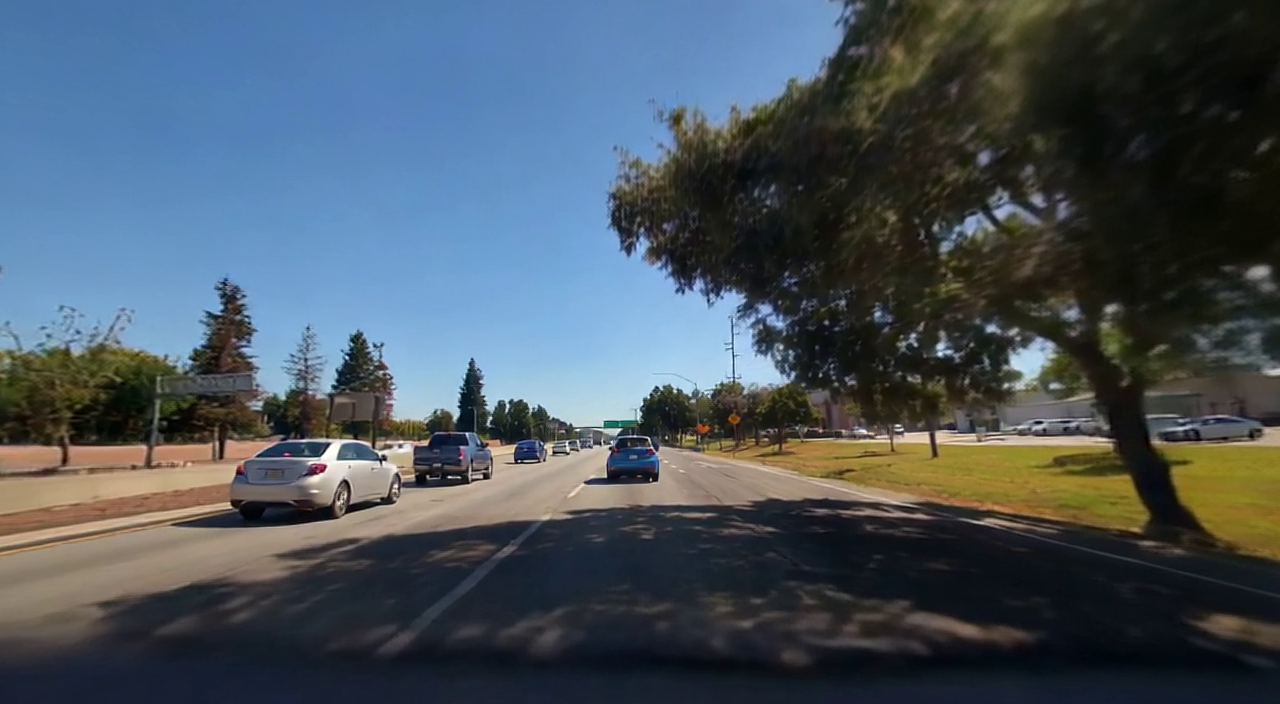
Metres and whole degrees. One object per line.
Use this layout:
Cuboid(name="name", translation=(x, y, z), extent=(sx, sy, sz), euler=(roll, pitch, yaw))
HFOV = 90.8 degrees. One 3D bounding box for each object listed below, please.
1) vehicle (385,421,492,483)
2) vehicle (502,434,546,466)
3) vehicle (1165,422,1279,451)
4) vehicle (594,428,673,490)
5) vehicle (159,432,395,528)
Cuboid(name="vehicle", translation=(-6.886, 3.487, 22.247), extent=(2.144, 1.905, 4.967), euler=(0, -8, 0))
Cuboid(name="vehicle", translation=(-6.802, 5.792, 37.422), extent=(1.914, 1.756, 4.179), euler=(0, -8, -1))
Cuboid(name="vehicle", translation=(29.109, 4.185, 31.399), extent=(4.105, 1.306, 2.050), euler=(-1, -7, 1))
Cuboid(name="vehicle", translation=(-0.196, 3.182, 19.157), extent=(2.140, 1.653, 4.108), euler=(0, -8, -1))
Cuboid(name="vehicle", translation=(-6.619, 2.350, 12.276), extent=(1.900, 1.483, 4.547), euler=(0, -8, 0))
